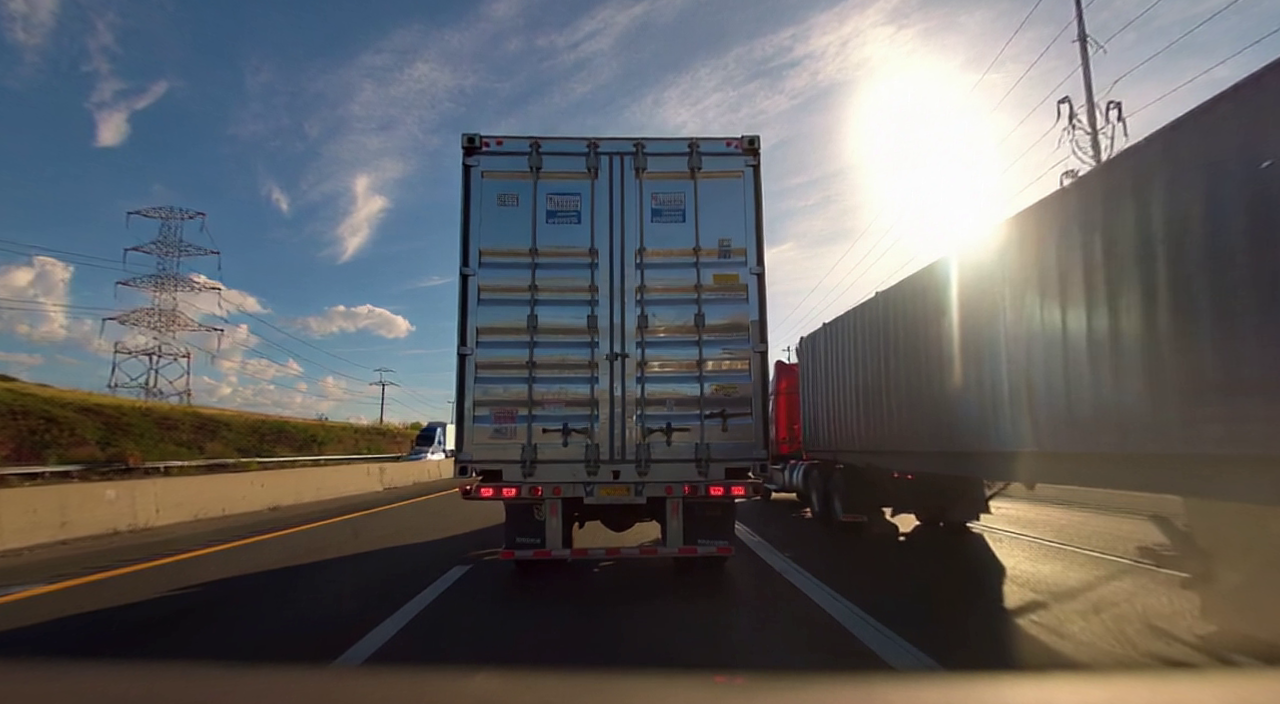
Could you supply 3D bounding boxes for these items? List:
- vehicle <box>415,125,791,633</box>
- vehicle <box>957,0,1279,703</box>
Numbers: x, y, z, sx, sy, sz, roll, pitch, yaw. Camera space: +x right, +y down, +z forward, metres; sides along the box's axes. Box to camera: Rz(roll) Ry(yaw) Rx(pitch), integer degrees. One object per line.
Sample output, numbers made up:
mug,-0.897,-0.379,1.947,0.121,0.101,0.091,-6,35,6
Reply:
vehicle,-0.295,0.978,11.030,2.841,4.071,12.046,0,-8,0
vehicle,3.578,-0.486,0.152,2.955,3.777,7.403,0,-8,-1
